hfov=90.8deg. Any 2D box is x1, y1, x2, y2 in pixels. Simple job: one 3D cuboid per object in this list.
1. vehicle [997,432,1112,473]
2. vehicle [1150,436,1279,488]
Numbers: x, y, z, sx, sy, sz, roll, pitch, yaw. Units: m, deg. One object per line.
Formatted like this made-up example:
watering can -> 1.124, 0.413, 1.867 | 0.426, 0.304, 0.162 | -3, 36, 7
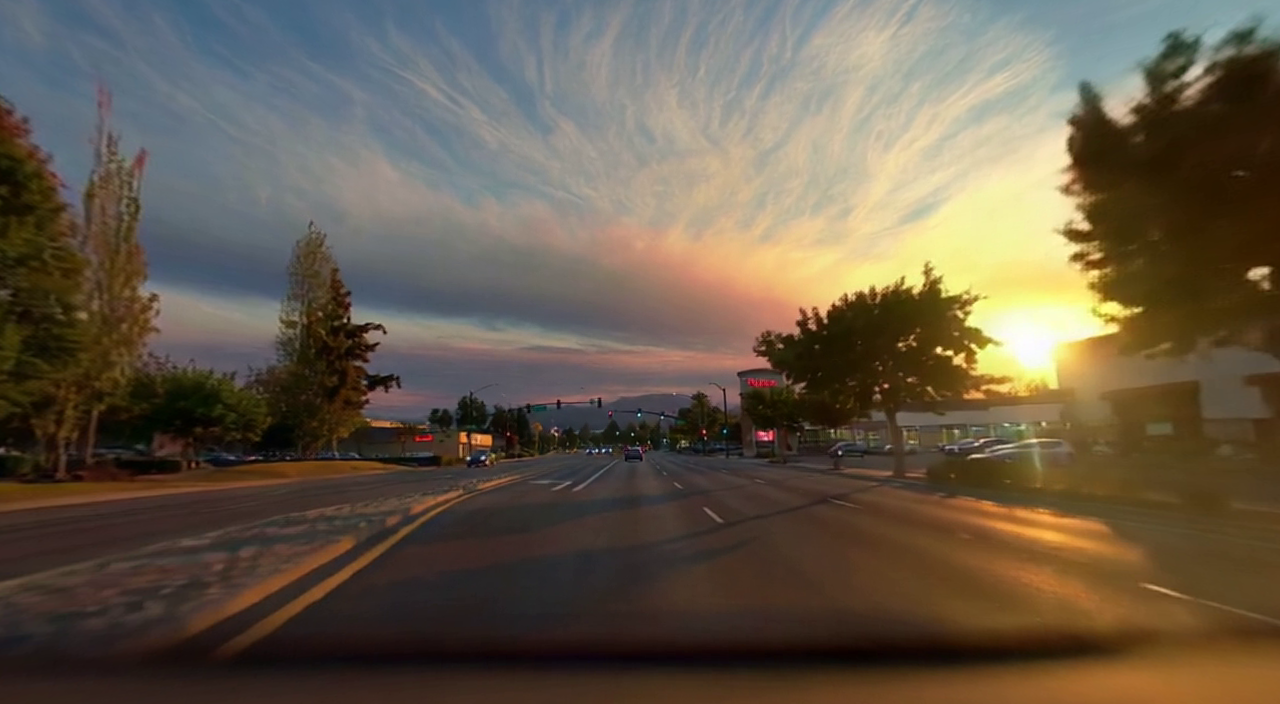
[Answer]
vehicle -> 20.333, 4.924, 30.976 | 5.072, 1.887, 2.189 | 4, -10, -24
vehicle -> 19.539, 3.658, 21.244 | 4.238, 1.561, 1.922 | 4, -10, -26
